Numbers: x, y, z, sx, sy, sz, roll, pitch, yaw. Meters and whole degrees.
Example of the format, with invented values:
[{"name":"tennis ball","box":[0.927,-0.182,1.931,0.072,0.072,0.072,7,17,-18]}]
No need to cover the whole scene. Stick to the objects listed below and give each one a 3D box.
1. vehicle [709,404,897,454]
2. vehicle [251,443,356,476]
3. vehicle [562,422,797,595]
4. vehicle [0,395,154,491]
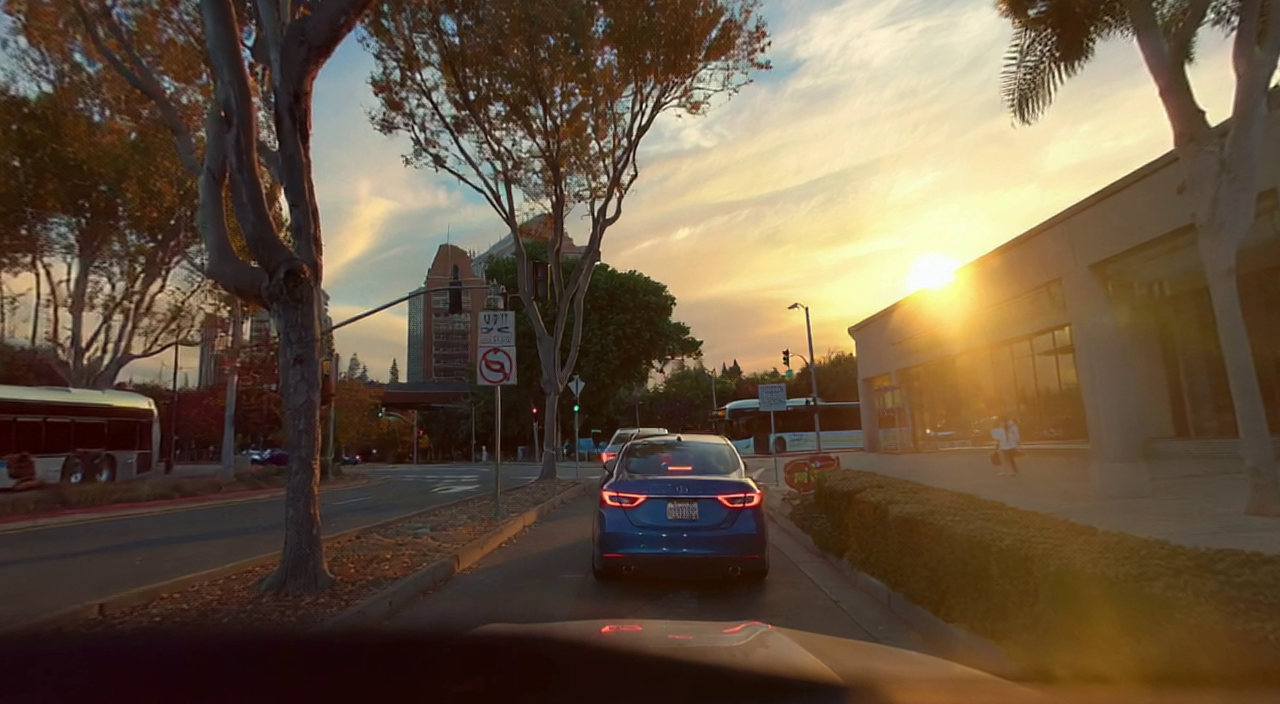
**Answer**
[{"name":"vehicle","box":[12.483,6.023,49.295,13.811,3.706,2.997,0,-9,0]},{"name":"vehicle","box":[-18.123,5.766,34.199,1.892,1.645,4.561,-7,-11,37]},{"name":"vehicle","box":[0.375,1.628,7.389,2.006,1.470,3.799,0,-8,1]},{"name":"vehicle","box":[-25.954,3.645,25.323,2.692,3.685,10.153,-3,-9,20]}]
